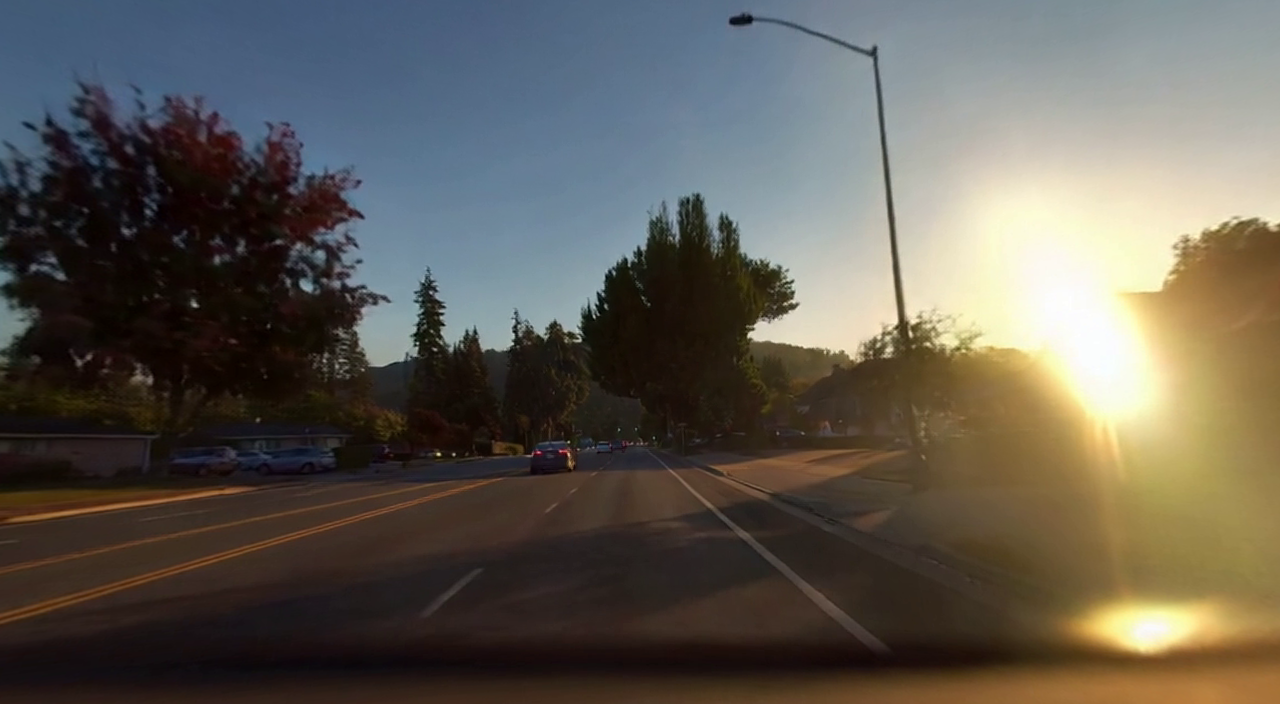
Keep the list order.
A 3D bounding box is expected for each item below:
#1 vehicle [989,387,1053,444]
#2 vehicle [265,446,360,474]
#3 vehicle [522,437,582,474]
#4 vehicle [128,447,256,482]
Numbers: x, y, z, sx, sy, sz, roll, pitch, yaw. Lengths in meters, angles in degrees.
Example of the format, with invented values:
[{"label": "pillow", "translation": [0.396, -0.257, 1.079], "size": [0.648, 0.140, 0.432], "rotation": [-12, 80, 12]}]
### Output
[{"label": "vehicle", "translation": [17.670, 3.073, 29.369], "size": [2.153, 2.355, 5.958], "rotation": [-5, -10, 30]}, {"label": "vehicle", "translation": [-21.009, 6.932, 40.634], "size": [4.866, 1.749, 2.158], "rotation": [0, -8, 1]}, {"label": "vehicle", "translation": [-3.722, 4.449, 27.413], "size": [2.030, 1.467, 4.251], "rotation": [0, -8, -1]}, {"label": "vehicle", "translation": [-26.282, 6.602, 37.215], "size": [6.046, 1.942, 2.085], "rotation": [-1, -8, 4]}]
